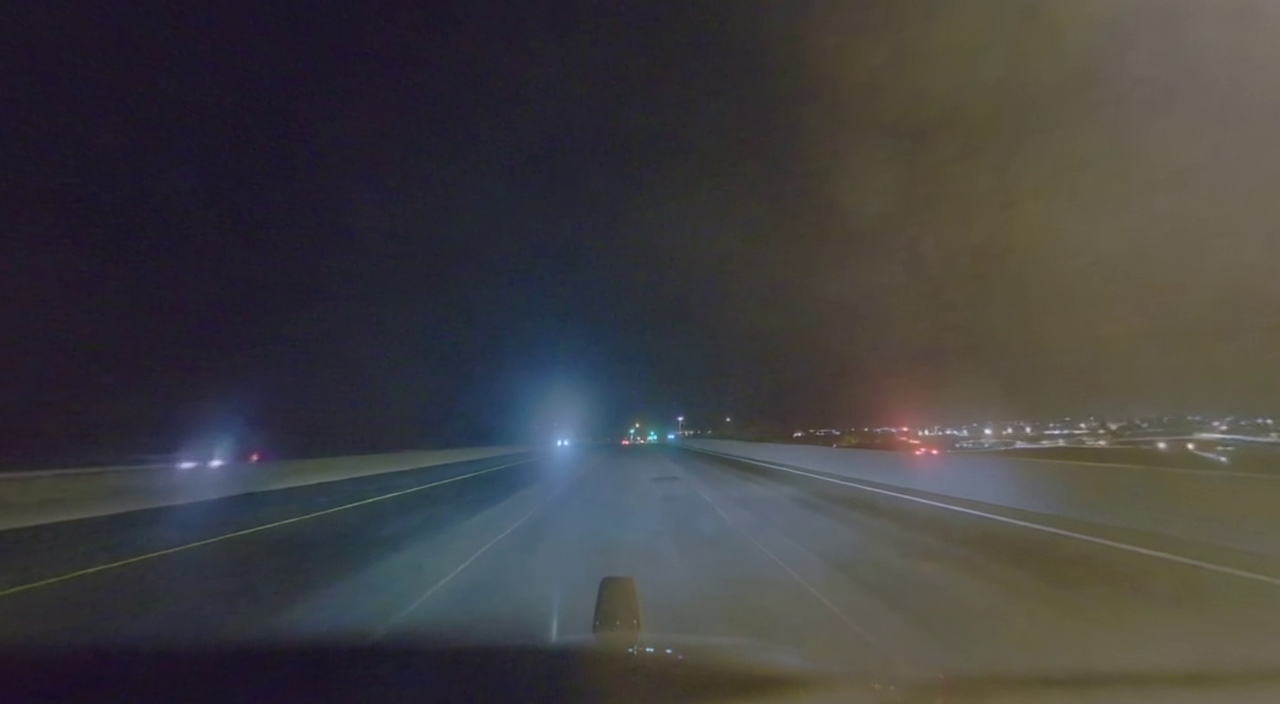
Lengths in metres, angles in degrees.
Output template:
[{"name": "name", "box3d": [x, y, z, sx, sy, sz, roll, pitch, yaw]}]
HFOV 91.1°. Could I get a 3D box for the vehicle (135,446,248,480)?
[{"name": "vehicle", "box3d": [-23.221, 5.738, 32.864, 2.297, 1.572, 4.953, -1, -8, -1]}]
